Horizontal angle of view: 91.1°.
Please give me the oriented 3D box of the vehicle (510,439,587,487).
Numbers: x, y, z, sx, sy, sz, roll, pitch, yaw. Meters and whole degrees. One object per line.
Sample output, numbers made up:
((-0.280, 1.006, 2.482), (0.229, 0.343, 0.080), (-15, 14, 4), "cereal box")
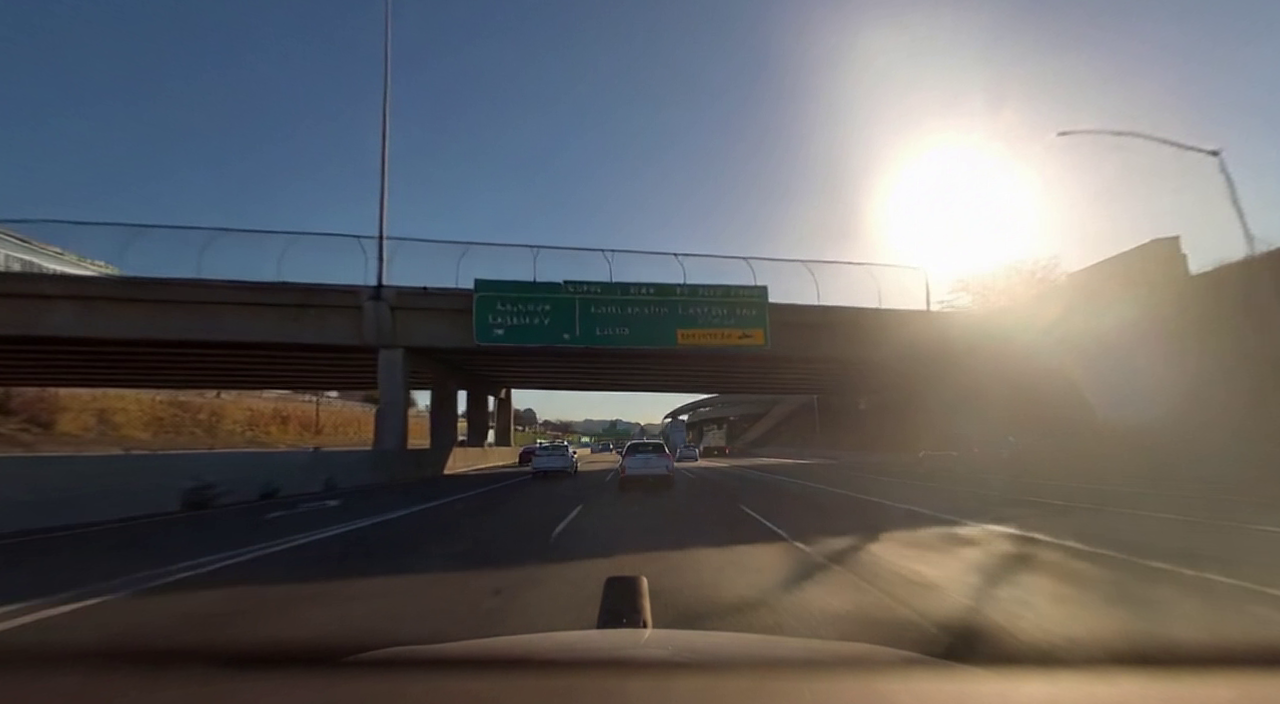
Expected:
((-3.112, 3.882, 22.394), (2.011, 1.510, 4.698), (0, -8, 1), "vehicle")

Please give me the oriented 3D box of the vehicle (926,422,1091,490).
((10.696, 3.064, 18.734), (2.133, 1.770, 4.537), (0, -8, 0), "vehicle")

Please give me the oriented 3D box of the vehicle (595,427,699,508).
((0.134, 2.663, 14.921), (2.099, 1.640, 4.134), (0, -8, 0), "vehicle")
